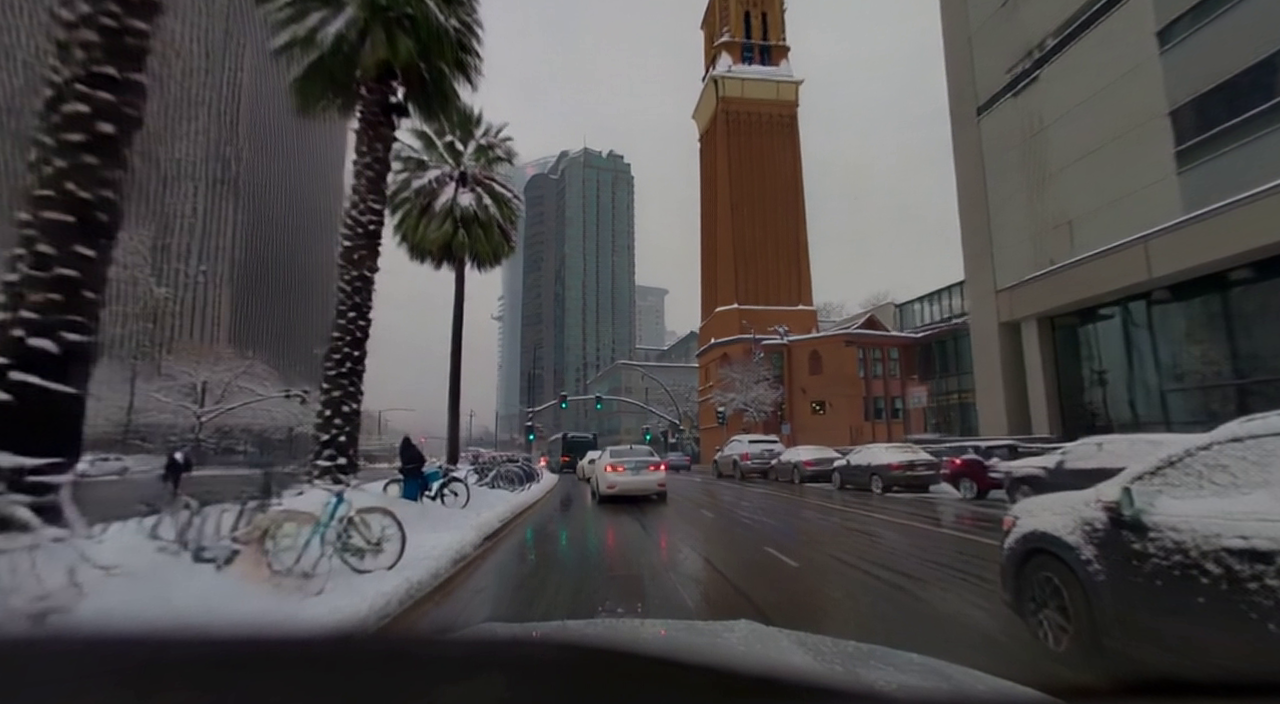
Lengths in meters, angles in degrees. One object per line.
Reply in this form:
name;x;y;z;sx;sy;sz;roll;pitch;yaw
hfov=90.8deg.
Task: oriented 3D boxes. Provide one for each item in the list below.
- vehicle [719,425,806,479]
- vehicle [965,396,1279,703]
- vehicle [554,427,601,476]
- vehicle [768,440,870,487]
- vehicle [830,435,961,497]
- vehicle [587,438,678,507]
vehicle;5.954;5.020;31.656;2.377;2.429;5.532;1;-9;-10
vehicle;3.568;0.899;2.299;2.116;1.500;4.702;0;-9;-2
vehicle;-4.135;6.409;40.868;2.400;2.872;6.053;2;-9;-12
vehicle;6.917;4.367;25.066;1.945;1.623;5.013;1;-9;-8
vehicle;7.640;3.449;19.425;1.860;1.684;4.211;1;-9;-6
vehicle;-0.334;3.167;17.017;2.111;1.605;3.832;1;-9;-6
